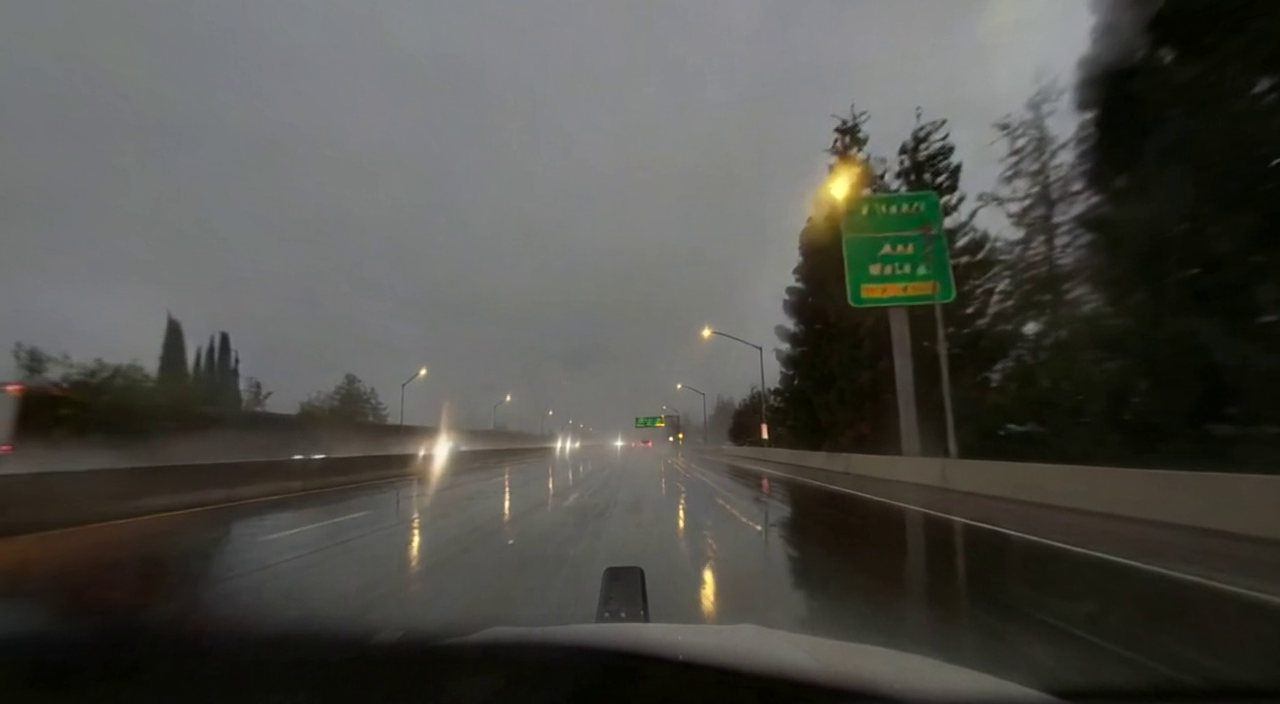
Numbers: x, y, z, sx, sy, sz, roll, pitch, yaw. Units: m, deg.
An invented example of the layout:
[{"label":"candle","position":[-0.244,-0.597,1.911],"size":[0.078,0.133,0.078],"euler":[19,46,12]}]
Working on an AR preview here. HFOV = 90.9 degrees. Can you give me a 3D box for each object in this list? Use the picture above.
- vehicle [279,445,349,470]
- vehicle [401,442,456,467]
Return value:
[{"label":"vehicle","position":[-20.930,6.783,40.737],"size":[1.903,1.518,4.877],"euler":[0,-8,1]},{"label":"vehicle","position":[-13.612,6.625,40.851],"size":[1.923,1.478,4.503],"euler":[0,-8,1]}]
